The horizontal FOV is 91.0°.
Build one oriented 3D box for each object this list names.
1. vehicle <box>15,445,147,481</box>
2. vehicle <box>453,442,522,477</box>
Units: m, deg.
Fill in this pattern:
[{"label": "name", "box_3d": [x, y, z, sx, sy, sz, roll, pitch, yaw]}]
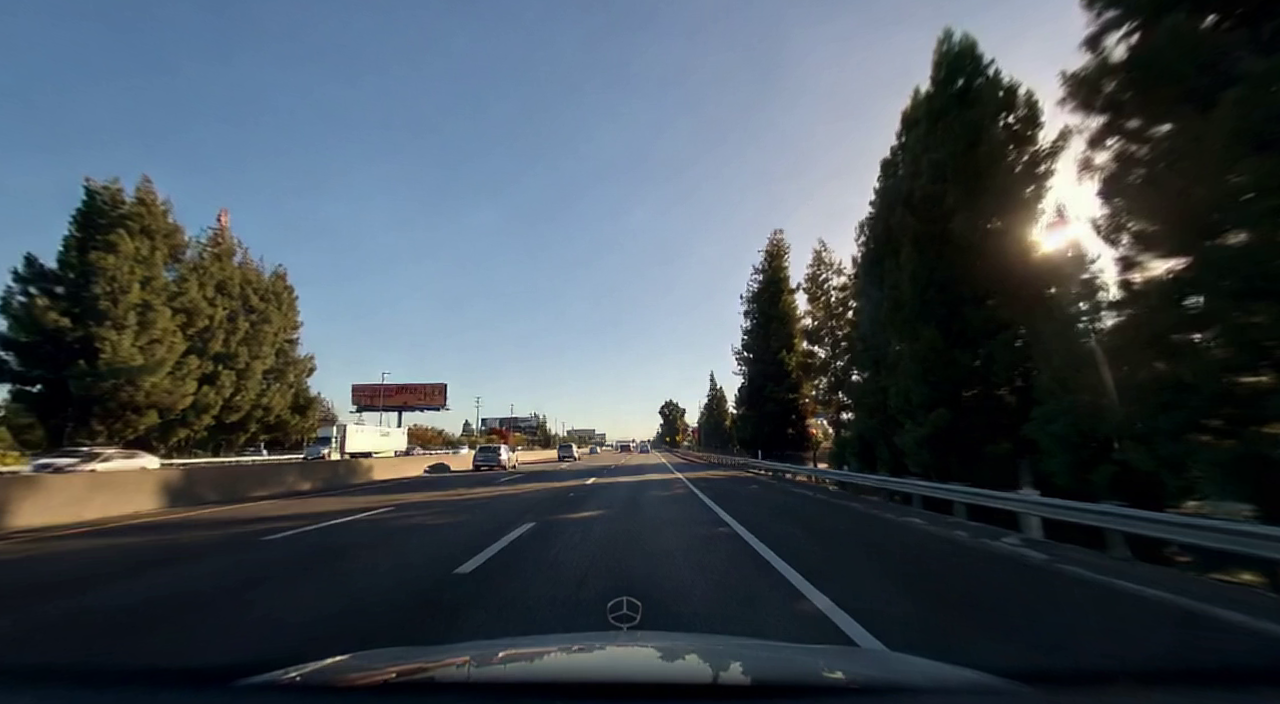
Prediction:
[{"label": "vehicle", "box_3d": [-28.978, 5.750, 32.917, 2.162, 1.736, 5.029, 0, -9, 1]}, {"label": "vehicle", "box_3d": [-7.231, 5.126, 30.371, 2.008, 1.520, 4.731, 0, -9, 1]}]
